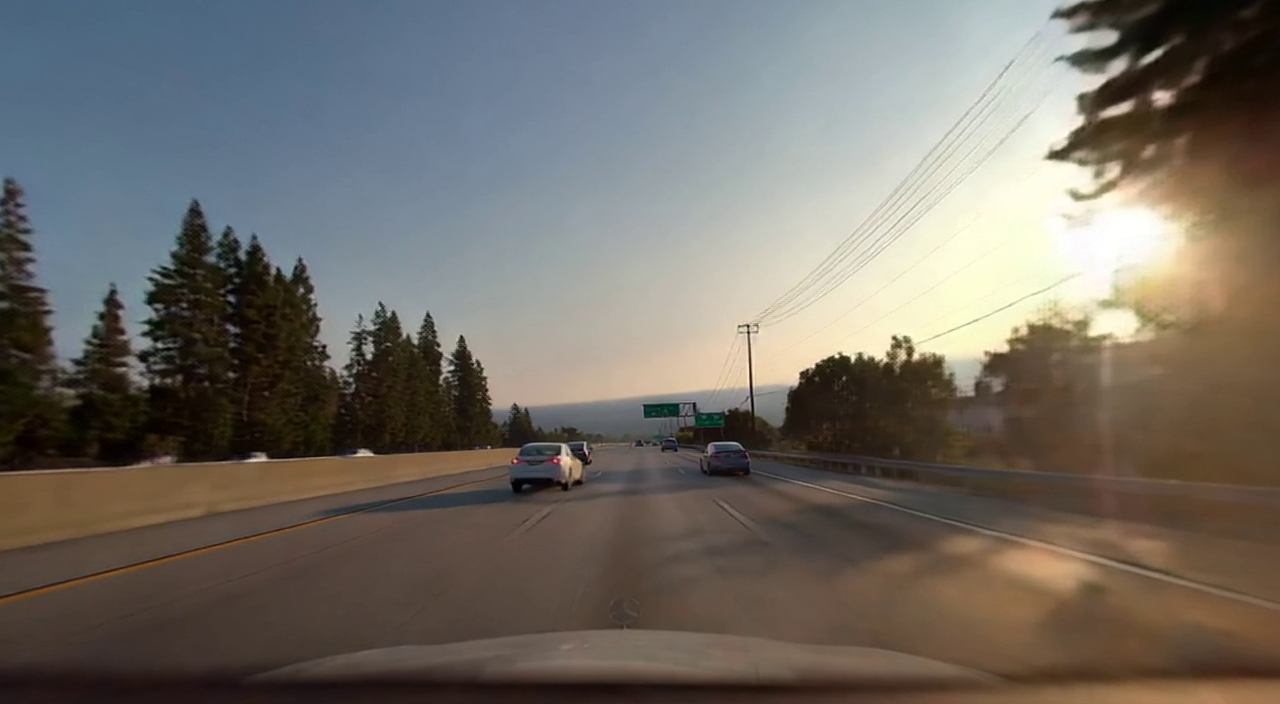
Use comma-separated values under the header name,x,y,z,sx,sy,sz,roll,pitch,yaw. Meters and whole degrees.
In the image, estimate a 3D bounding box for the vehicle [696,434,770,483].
name,x,y,z,sx,sy,sz,roll,pitch,yaw
vehicle,3.244,3.797,22.734,1.996,1.579,3.841,0,-8,-1

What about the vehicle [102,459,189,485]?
name,x,y,z,sx,sy,sz,roll,pitch,yaw
vehicle,-31.832,7.713,40.799,1.796,1.486,4.715,0,-8,1

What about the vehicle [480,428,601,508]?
name,x,y,z,sx,sy,sz,roll,pitch,yaw
vehicle,-2.169,2.681,15.079,2.049,1.620,4.153,0,-8,2
